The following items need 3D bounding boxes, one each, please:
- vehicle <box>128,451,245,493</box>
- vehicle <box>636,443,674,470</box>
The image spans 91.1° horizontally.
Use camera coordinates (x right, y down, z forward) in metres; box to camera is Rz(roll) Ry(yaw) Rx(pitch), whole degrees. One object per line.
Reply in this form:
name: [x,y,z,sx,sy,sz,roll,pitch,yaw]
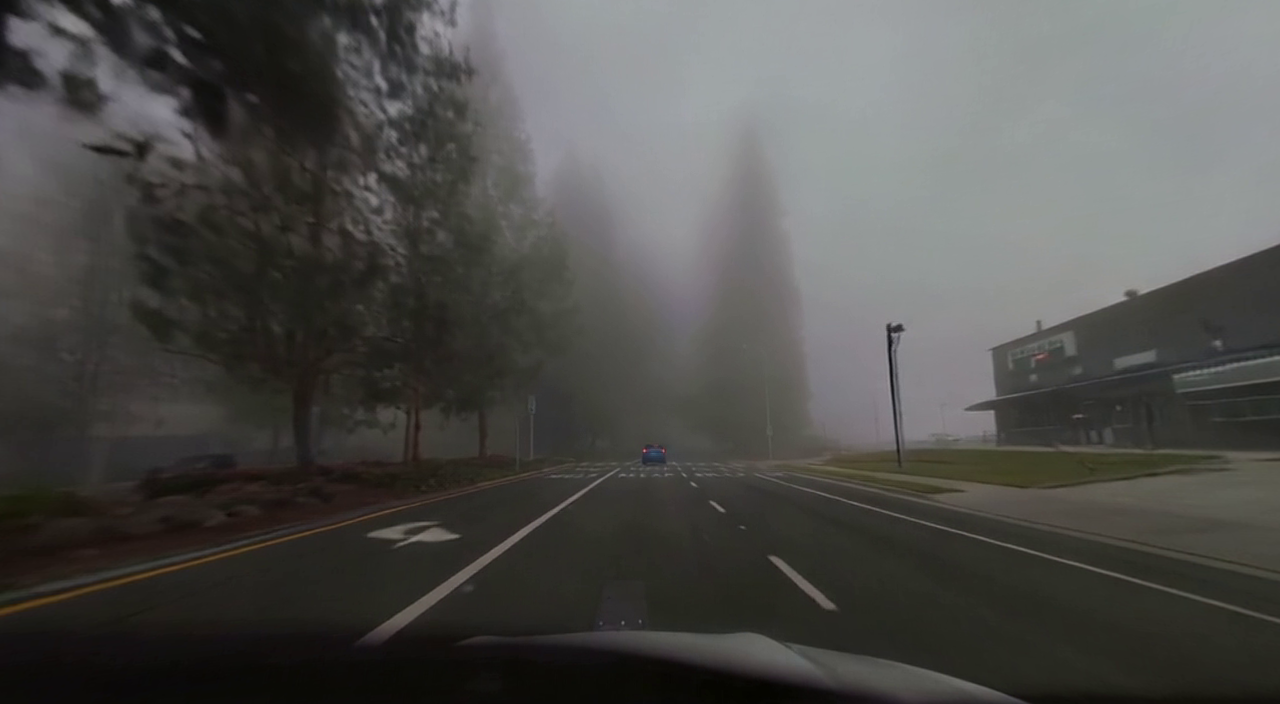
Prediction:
vehicle: [-20.232,5.324,28.290,1.904,1.677,4.415,0,-9,1]
vehicle: [0.900,6.202,37.535,2.144,1.505,4.128,0,-9,1]
